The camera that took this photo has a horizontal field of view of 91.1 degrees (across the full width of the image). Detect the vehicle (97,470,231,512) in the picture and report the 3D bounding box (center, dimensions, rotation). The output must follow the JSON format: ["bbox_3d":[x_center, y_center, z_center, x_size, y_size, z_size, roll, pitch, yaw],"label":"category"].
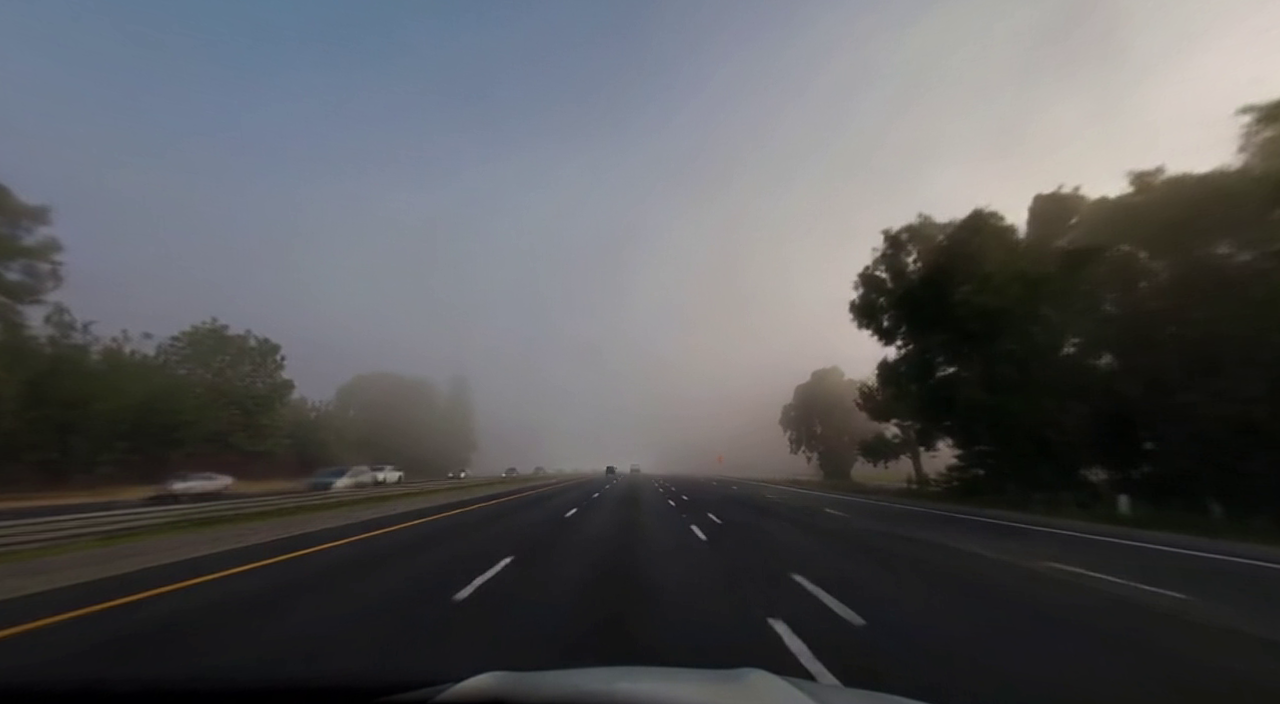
[{"bbox_3d":[-19.058,5.580,25.486,1.876,1.475,4.583,1,-10,-1],"label":"vehicle"}]

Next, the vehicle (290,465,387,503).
[{"bbox_3d":[-12.763,5.599,26.923,2.097,1.465,4.067,1,-10,0],"label":"vehicle"}]
